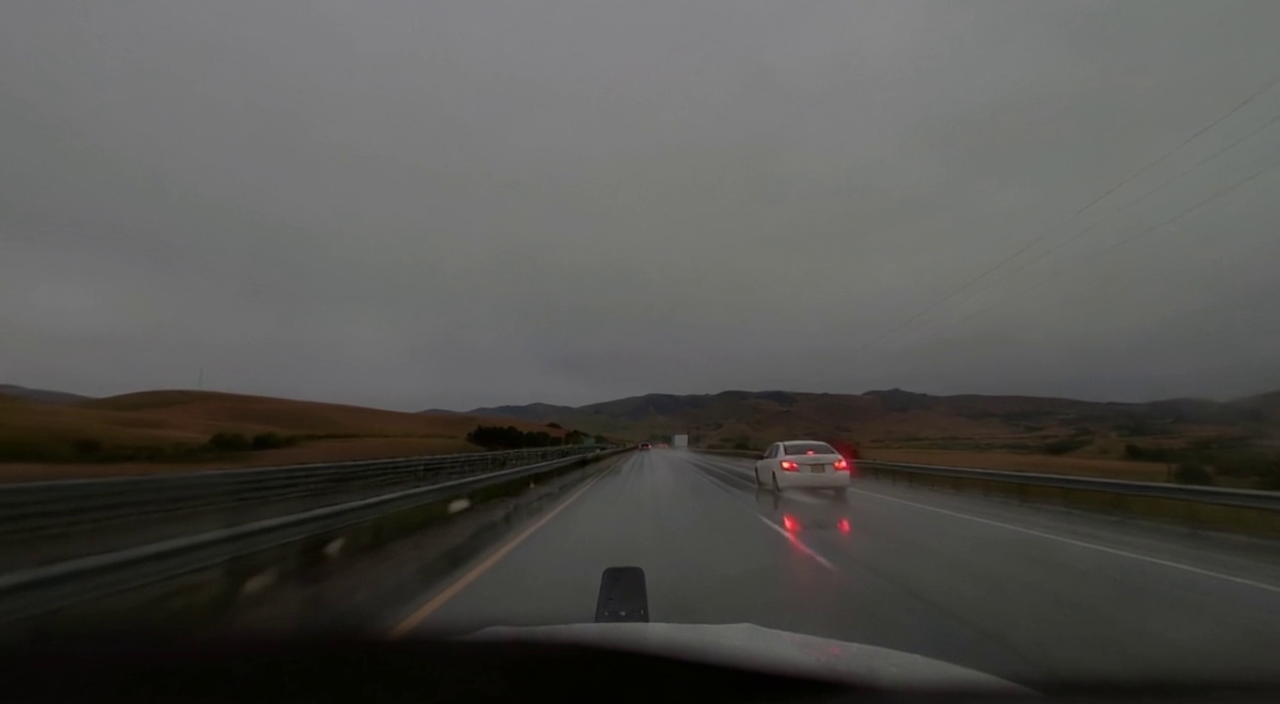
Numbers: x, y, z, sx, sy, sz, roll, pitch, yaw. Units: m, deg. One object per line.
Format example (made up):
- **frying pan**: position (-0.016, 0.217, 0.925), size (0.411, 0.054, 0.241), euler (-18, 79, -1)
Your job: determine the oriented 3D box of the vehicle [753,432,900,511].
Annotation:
- **vehicle**: position (4.036, 2.658, 14.593), size (1.960, 1.516, 4.657), euler (0, -8, 0)
